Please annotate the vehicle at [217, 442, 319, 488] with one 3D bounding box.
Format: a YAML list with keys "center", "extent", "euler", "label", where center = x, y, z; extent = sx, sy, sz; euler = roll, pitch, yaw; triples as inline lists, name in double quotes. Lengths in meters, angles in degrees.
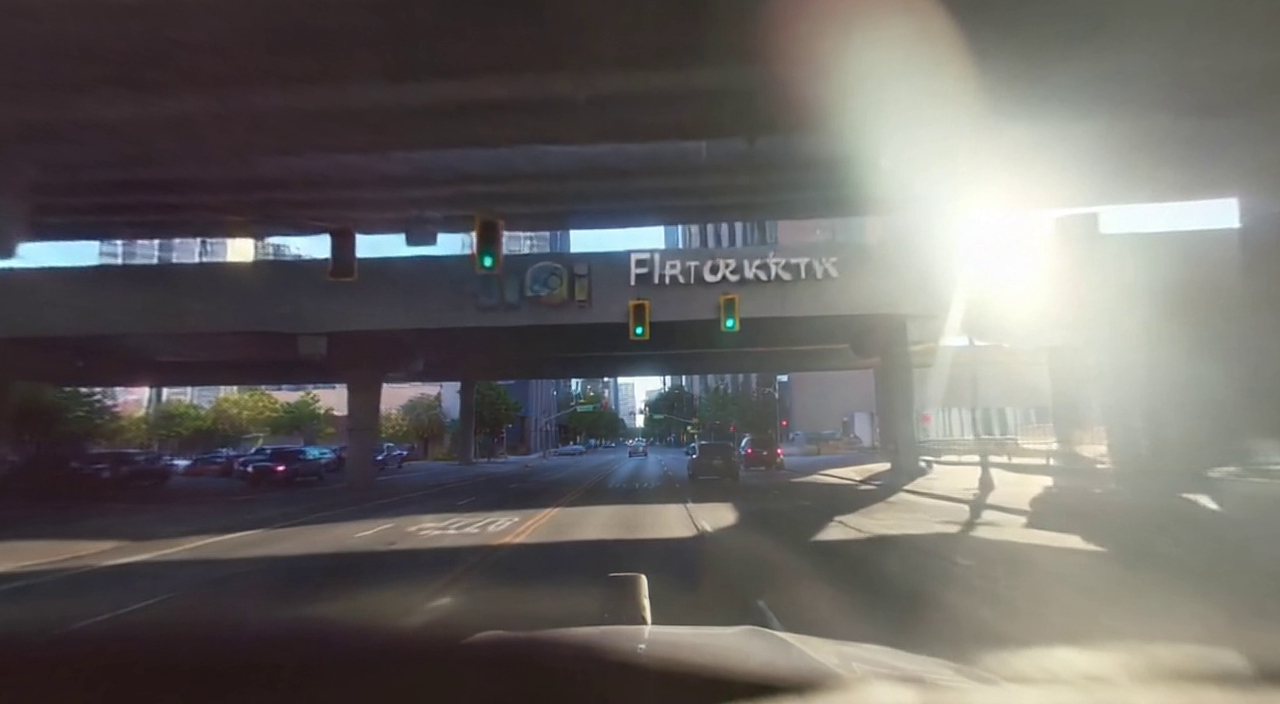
- center: [-17.992, 5.426, 30.793]
  extent: [2.167, 2.024, 4.589]
  euler: [0, -8, -1]
  label: "vehicle"

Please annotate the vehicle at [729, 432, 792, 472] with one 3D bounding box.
- center: [6.858, 5.781, 36.677]
  extent: [2.433, 2.116, 5.789]
  euler: [0, -8, -1]
  label: "vehicle"

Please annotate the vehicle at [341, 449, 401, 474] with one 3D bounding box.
- center: [-17.777, 7.252, 41.932]
  extent: [1.985, 1.505, 4.275]
  euler: [-1, -8, 2]
  label: "vehicle"

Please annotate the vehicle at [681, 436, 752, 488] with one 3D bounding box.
- center: [2.499, 3.697, 21.540]
  extent: [1.947, 1.576, 3.825]
  euler: [0, -8, 0]
  label: "vehicle"

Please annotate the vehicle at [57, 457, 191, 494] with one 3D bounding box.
- center: [-24.569, 5.866, 30.339]
  extent: [2.128, 1.493, 4.955]
  euler: [-1, -8, 2]
  label: "vehicle"
